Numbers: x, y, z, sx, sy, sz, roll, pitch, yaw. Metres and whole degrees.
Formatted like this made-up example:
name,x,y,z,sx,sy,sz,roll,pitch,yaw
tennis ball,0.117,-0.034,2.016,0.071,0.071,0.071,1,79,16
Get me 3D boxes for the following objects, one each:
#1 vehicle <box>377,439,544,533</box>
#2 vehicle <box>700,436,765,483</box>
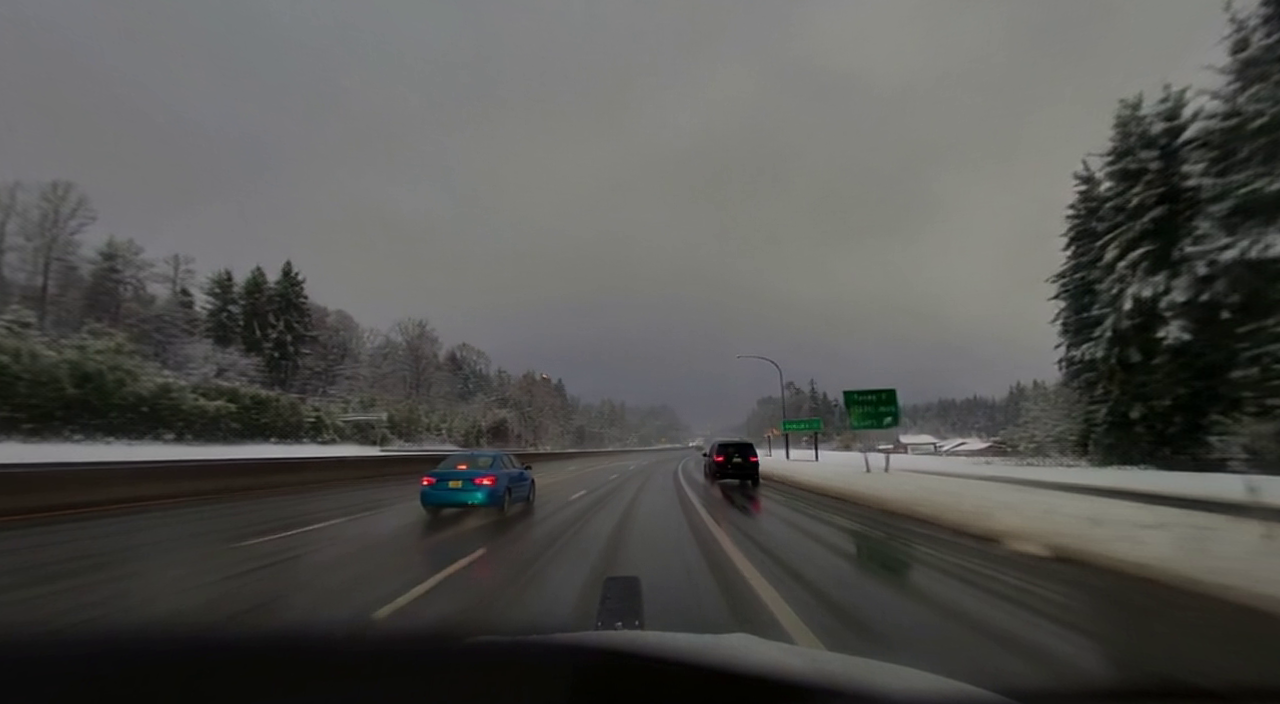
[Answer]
name,x,y,z,sx,sy,sz,roll,pitch,yaw
vehicle,-3.242,2.509,12.432,1.937,1.490,4.372,0,-9,1
vehicle,3.944,4.678,27.602,2.225,1.833,4.340,0,-9,1
